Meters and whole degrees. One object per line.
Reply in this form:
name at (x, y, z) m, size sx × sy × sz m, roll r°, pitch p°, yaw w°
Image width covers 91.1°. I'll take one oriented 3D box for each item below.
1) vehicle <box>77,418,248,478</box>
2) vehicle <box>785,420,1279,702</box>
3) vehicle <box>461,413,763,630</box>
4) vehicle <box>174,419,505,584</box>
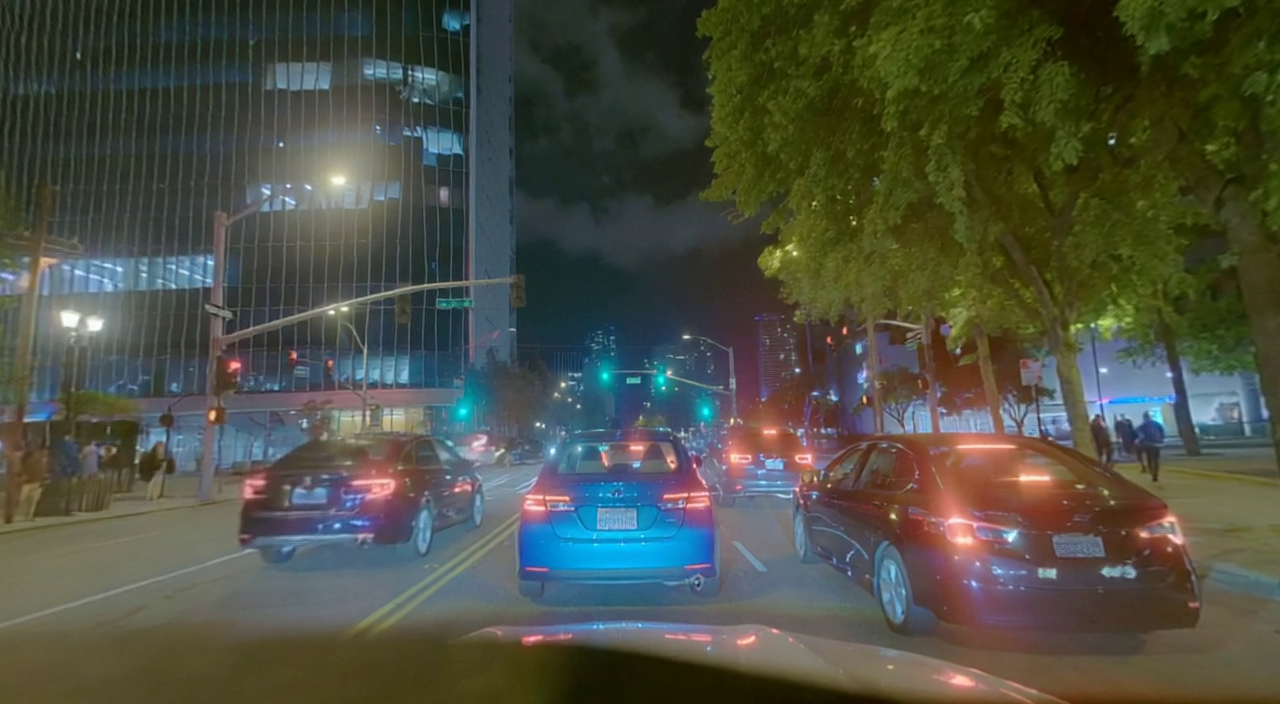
vehicle at (-24.465, 4.947, 32.403) m, size 6.756 × 2.955 × 2.367 m, roll 0°, pitch -8°, yaw 1°
vehicle at (2.752, 1.405, 5.451) m, size 1.952 × 1.464 × 4.165 m, roll 0°, pitch -8°, yaw -1°
vehicle at (-0.265, 1.469, 6.441) m, size 2.072 × 1.476 × 4.078 m, roll 0°, pitch -8°, yaw -2°
vehicle at (-3.264, 1.703, 8.011) m, size 2.068 × 1.513 × 4.221 m, roll 0°, pitch -8°, yaw 1°
